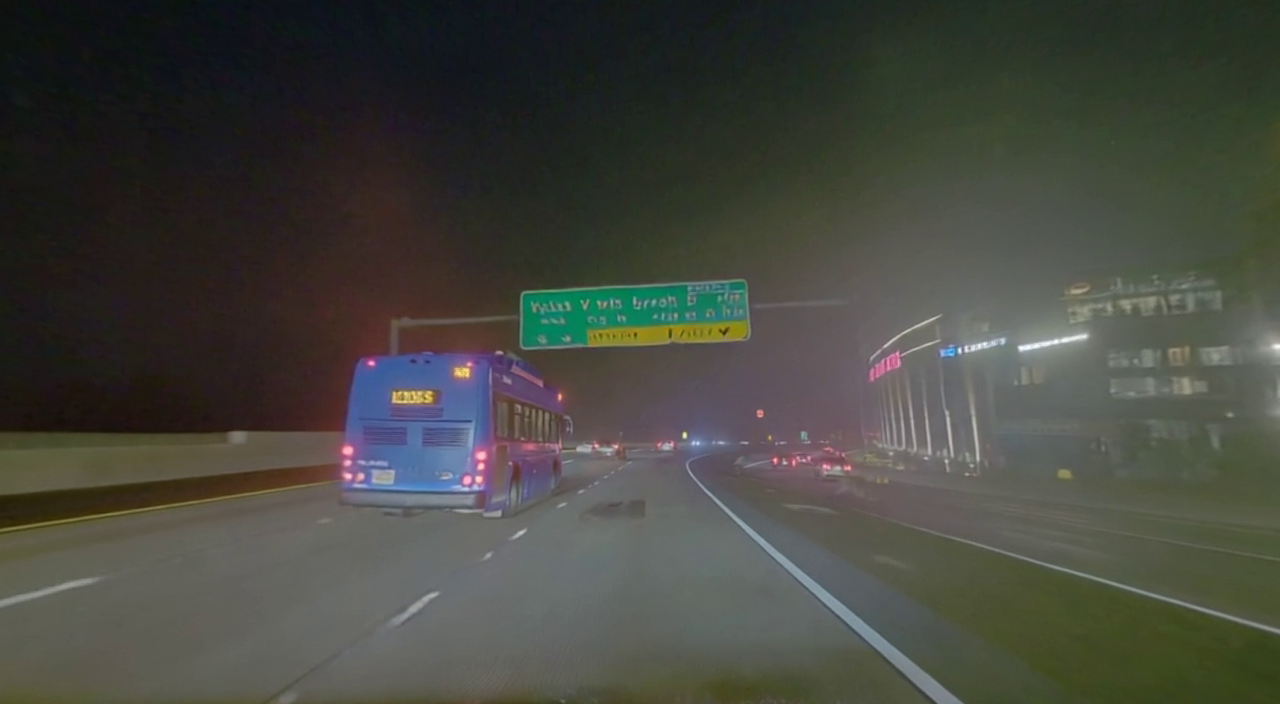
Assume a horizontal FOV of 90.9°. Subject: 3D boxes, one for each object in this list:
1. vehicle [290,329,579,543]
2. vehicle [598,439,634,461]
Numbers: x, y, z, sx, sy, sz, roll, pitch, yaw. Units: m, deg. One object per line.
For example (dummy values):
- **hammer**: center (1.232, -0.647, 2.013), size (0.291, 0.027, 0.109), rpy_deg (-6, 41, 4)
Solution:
- **vehicle**: center (-3.220, 1.745, 12.915), size (2.888, 2.944, 8.373), rpy_deg (0, -8, 1)
- **vehicle**: center (-1.622, 6.931, 44.824), size (1.928, 1.455, 4.361), rpy_deg (-2, -9, 6)
